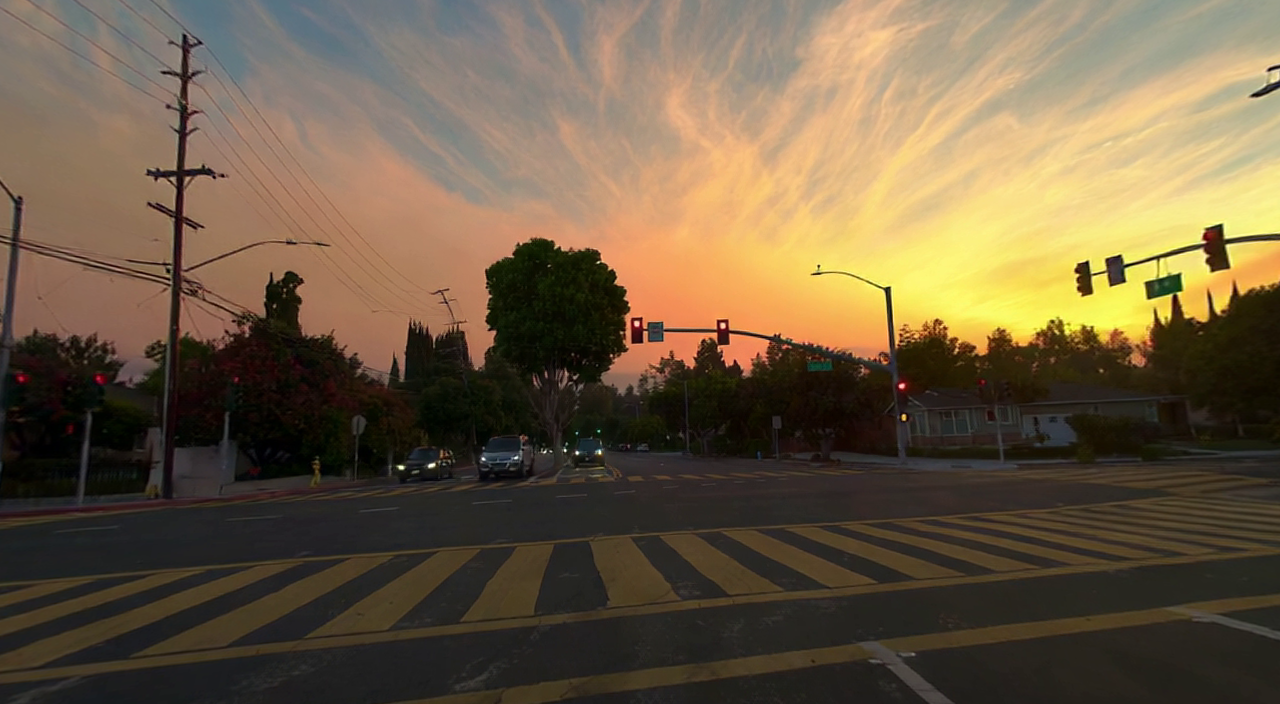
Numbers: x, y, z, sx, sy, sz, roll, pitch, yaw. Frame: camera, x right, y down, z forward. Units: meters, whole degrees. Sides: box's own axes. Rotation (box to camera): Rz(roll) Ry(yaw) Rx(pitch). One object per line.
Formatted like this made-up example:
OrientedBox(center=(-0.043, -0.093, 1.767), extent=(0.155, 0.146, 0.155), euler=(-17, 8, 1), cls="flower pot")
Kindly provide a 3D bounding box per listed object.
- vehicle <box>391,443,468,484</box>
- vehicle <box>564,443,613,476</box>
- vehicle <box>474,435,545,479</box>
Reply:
OrientedBox(center=(-10.176, 5.389, 30.977), extent=(2.241, 1.819, 4.690), euler=(0, -9, -1), cls="vehicle")
OrientedBox(center=(-2.413, 5.218, 30.934), extent=(2.174, 1.477, 4.805), euler=(0, -9, -2), cls="vehicle")
OrientedBox(center=(-6.401, 5.234, 31.773), extent=(2.479, 1.977, 5.254), euler=(0, -9, -1), cls="vehicle")
